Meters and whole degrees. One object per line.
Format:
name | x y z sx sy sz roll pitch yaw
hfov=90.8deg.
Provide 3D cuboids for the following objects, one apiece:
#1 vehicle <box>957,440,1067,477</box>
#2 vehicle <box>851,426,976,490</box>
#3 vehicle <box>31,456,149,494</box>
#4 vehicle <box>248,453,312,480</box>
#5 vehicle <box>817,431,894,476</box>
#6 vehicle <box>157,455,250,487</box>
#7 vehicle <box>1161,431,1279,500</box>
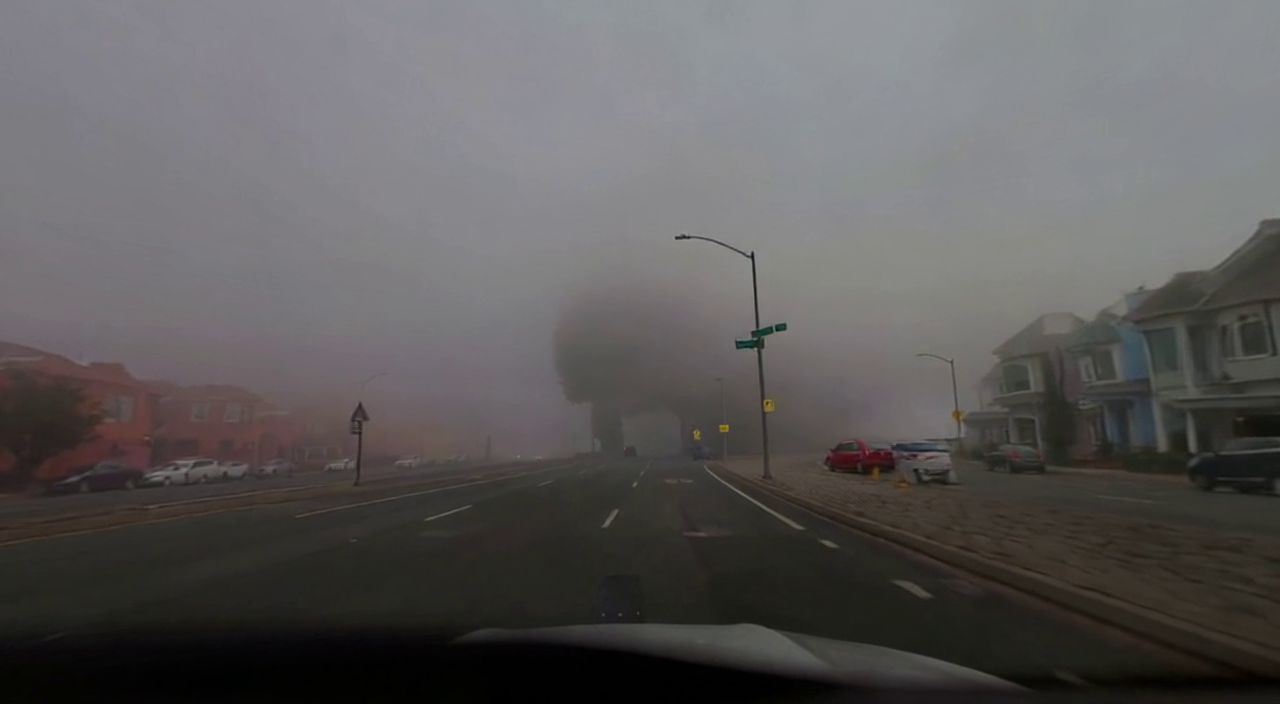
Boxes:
vehicle | 16.108 4.639 27.730 1.969 1.465 4.930 0 -8 2
vehicle | 9.096 3.719 21.541 1.923 1.741 4.683 -3 -13 -2
vehicle | -28.113 6.408 32.517 1.983 1.691 4.336 -3 -13 2
vehicle | -27.163 8.735 47.880 1.936 1.723 4.573 -4 -13 3
vehicle | 9.172 4.486 27.318 2.004 1.476 4.588 -4 -14 4
vehicle | -27.610 7.504 40.234 2.076 1.815 4.985 -1 -9 5
vehicle | 15.683 2.755 15.489 1.940 1.556 4.542 0 -8 1
